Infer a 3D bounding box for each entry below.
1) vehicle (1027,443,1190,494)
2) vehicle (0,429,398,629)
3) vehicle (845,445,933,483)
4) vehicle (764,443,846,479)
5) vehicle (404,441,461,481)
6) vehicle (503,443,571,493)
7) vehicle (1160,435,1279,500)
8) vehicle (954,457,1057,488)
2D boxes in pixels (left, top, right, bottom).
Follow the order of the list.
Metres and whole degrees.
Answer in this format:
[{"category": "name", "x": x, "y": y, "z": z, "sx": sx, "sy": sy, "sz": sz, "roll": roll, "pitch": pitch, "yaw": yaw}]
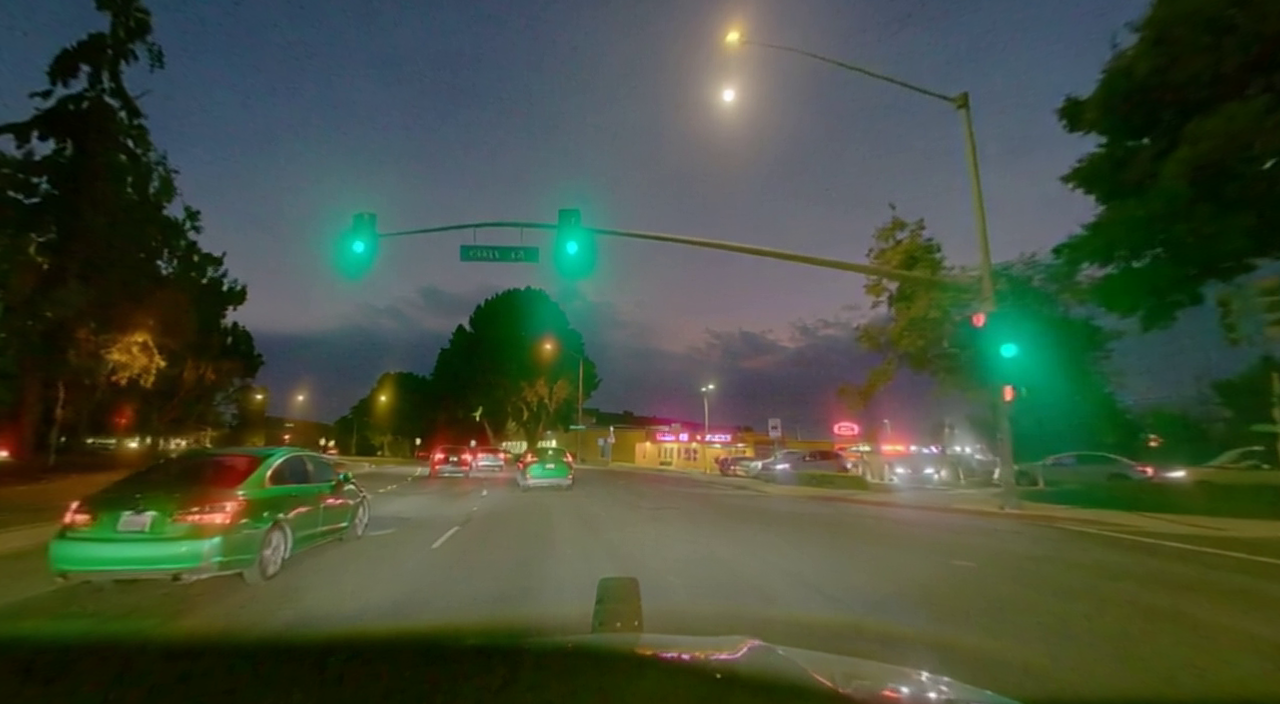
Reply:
[{"category": "vehicle", "x": 16.062, "y": 3.973, "z": 21.966, "sx": 1.921, "sy": 1.560, "sz": 4.676, "roll": 1, "pitch": -9, "yaw": -3}, {"category": "vehicle", "x": -4.659, "y": 1.700, "z": 7.210, "sx": 2.105, "sy": 1.477, "sz": 4.857, "roll": 1, "pitch": -9, "yaw": -4}, {"category": "vehicle", "x": 10.298, "y": 4.644, "z": 26.341, "sx": 1.762, "sy": 1.453, "sz": 3.976, "roll": 1, "pitch": -9, "yaw": -5}, {"category": "vehicle", "x": 7.350, "y": 4.906, "z": 28.610, "sx": 1.919, "sy": 1.489, "sz": 4.889, "roll": 1, "pitch": -9, "yaw": -6}, {"category": "vehicle", "x": -8.907, "y": 4.678, "z": 27.346, "sx": 2.042, "sy": 1.593, "sz": 3.956, "roll": 3, "pitch": -9, "yaw": -15}, {"category": "vehicle", "x": -3.597, "y": 3.857, "z": 21.388, "sx": 2.001, "sy": 1.483, "sz": 4.442, "roll": 2, "pitch": -9, "yaw": -12}, {"category": "vehicle", "x": 19.007, "y": 3.446, "z": 18.977, "sx": 1.865, "sy": 1.827, "sz": 5.352, "roll": 1, "pitch": -9, "yaw": -2}, {"category": "vehicle", "x": 16.949, "y": 5.576, "z": 29.256, "sx": 3.800, "sy": 1.369, "sz": 1.759, "roll": 2, "pitch": -9, "yaw": -8}]
